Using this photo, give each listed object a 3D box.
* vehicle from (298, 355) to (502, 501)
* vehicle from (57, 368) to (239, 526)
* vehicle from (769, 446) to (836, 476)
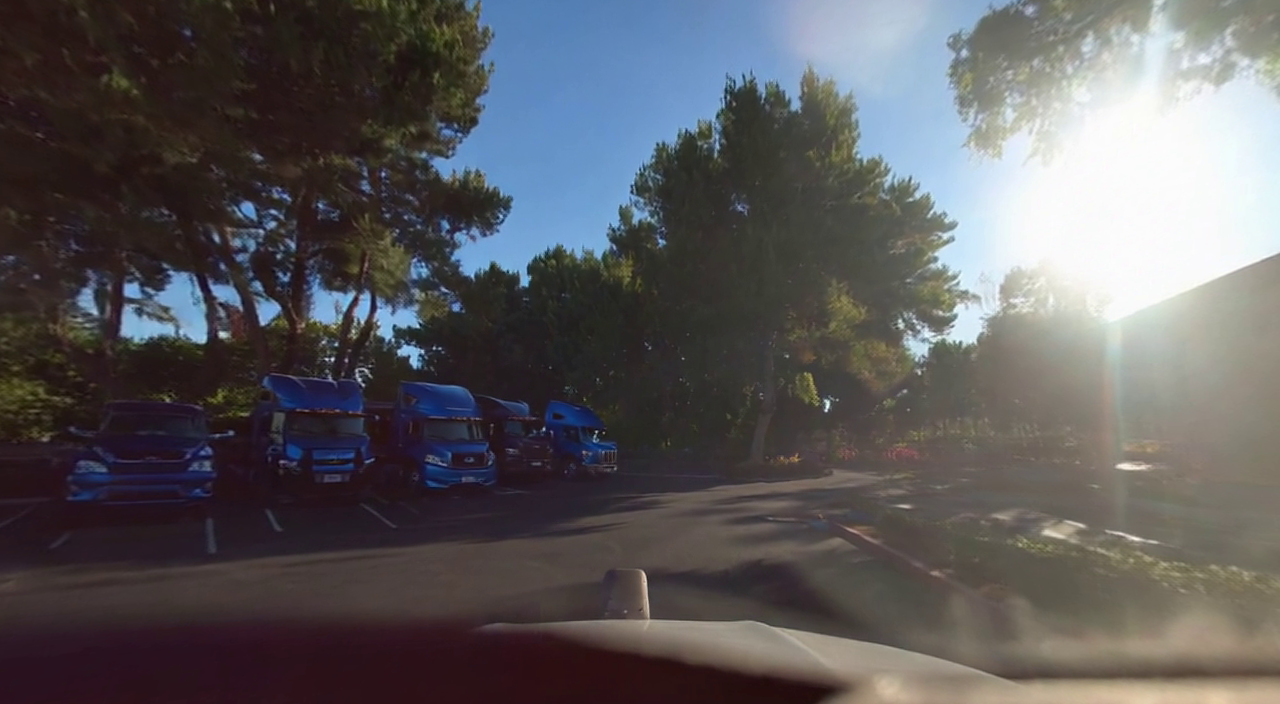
[{"bbox_3d":[-9.295,2.941,23.007,2.948,4.069,11.906,7,-12,-40],"label":"vehicle"},{"bbox_3d":[-12.429,2.393,15.885,2.674,3.007,7.819,7,-11,-39],"label":"vehicle"},{"bbox_3d":[8.719,5.783,33.696,3.473,1.506,1.809,8,-12,-43],"label":"vehicle"}]
